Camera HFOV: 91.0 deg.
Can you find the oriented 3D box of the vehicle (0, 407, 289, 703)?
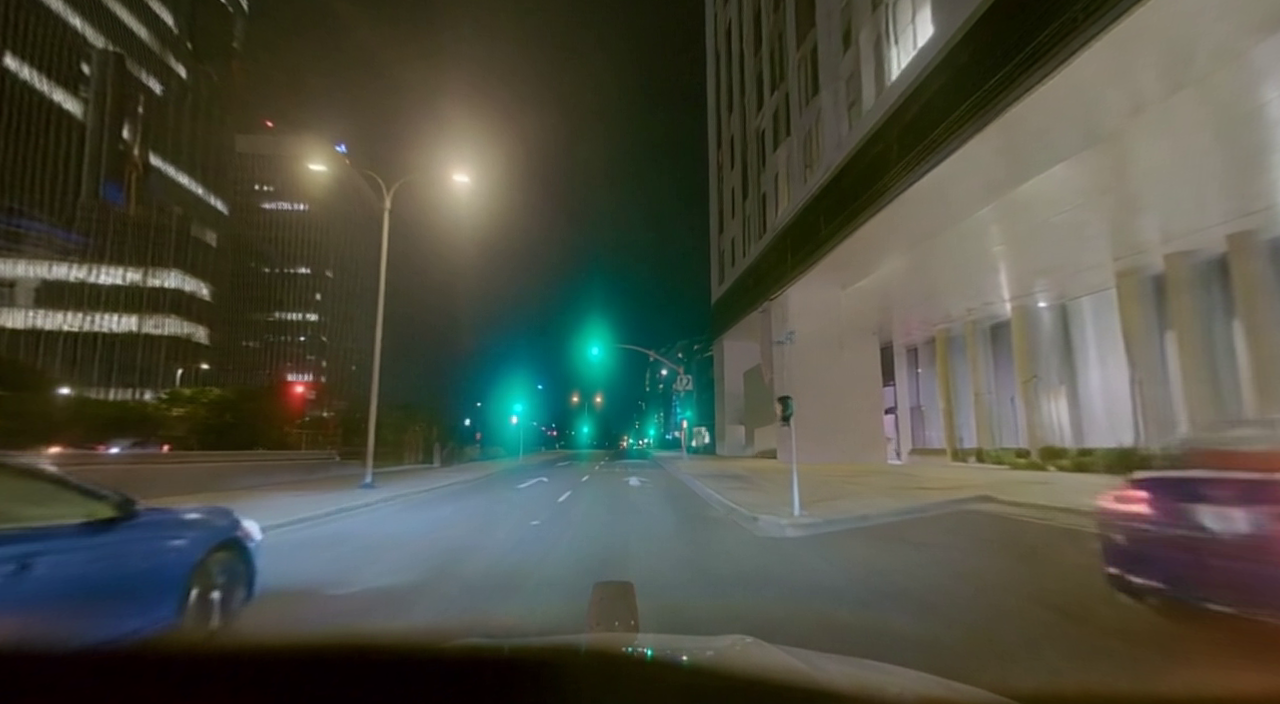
[{"bbox_3d":[-3.368,0.869,1.974,1.898,1.407,4.652,0,-8,-1],"label":"vehicle"}]

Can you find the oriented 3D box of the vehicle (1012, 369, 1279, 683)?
[{"bbox_3d":[4.831,0.989,4.205,4.033,1.514,1.974,3,-9,-25],"label":"vehicle"}]
